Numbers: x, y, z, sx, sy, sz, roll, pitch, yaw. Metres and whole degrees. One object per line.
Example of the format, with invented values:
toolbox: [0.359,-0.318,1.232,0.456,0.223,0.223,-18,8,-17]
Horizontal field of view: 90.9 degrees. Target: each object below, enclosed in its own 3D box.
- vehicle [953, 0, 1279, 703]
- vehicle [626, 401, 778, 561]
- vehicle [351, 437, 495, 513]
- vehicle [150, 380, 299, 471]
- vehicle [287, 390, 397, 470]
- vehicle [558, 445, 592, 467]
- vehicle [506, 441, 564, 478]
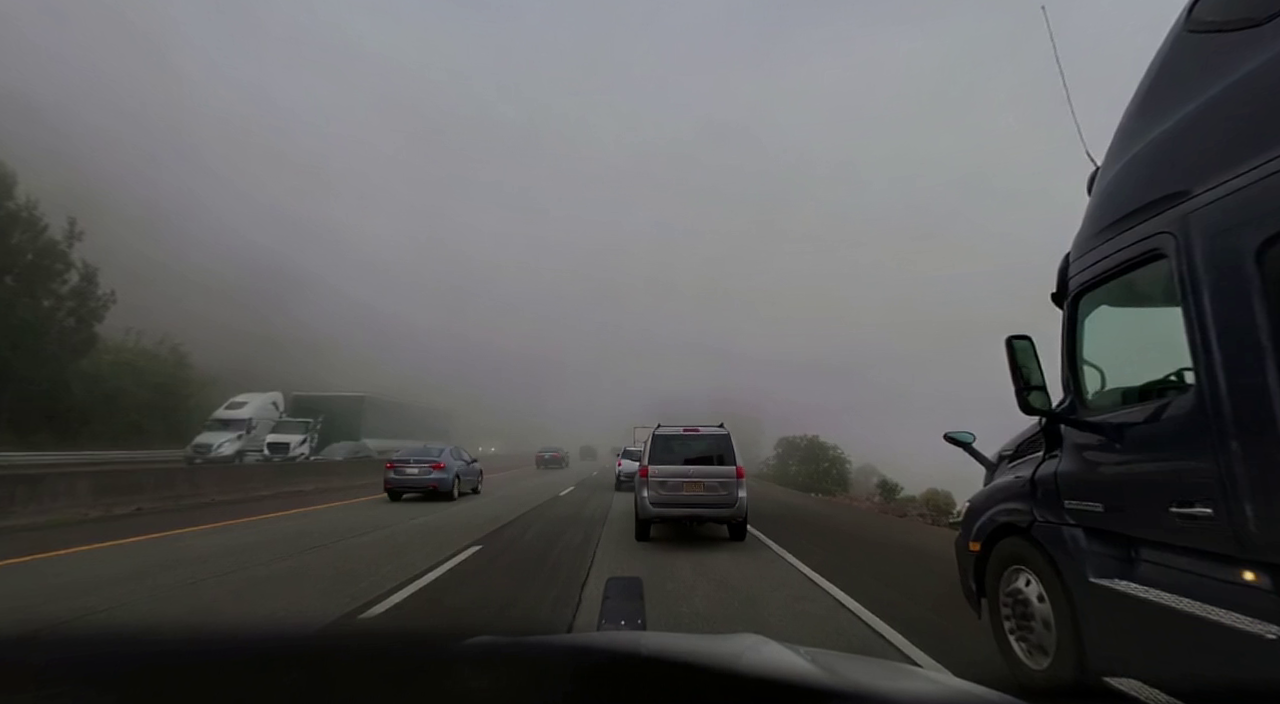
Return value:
vehicle: [3.834,0.147,3.379,2.141,3.473,4.217,-1,-9,3]
vehicle: [0.755,1.864,9.704,1.825,1.920,3.960,0,-9,0]
vehicle: [-4.757,2.730,14.472,1.867,1.489,3.829,0,-9,1]
vehicle: [-19.857,3.669,30.664,2.867,3.988,6.021,0,-9,1]
vehicle: [-15.927,4.289,34.240,2.946,3.934,5.884,0,-9,1]
vehicle: [-4.501,7.271,44.161,1.857,1.423,3.920,0,-9,1]
vehicle: [-4.702,4.876,28.804,1.855,1.527,4.209,0,-9,1]
